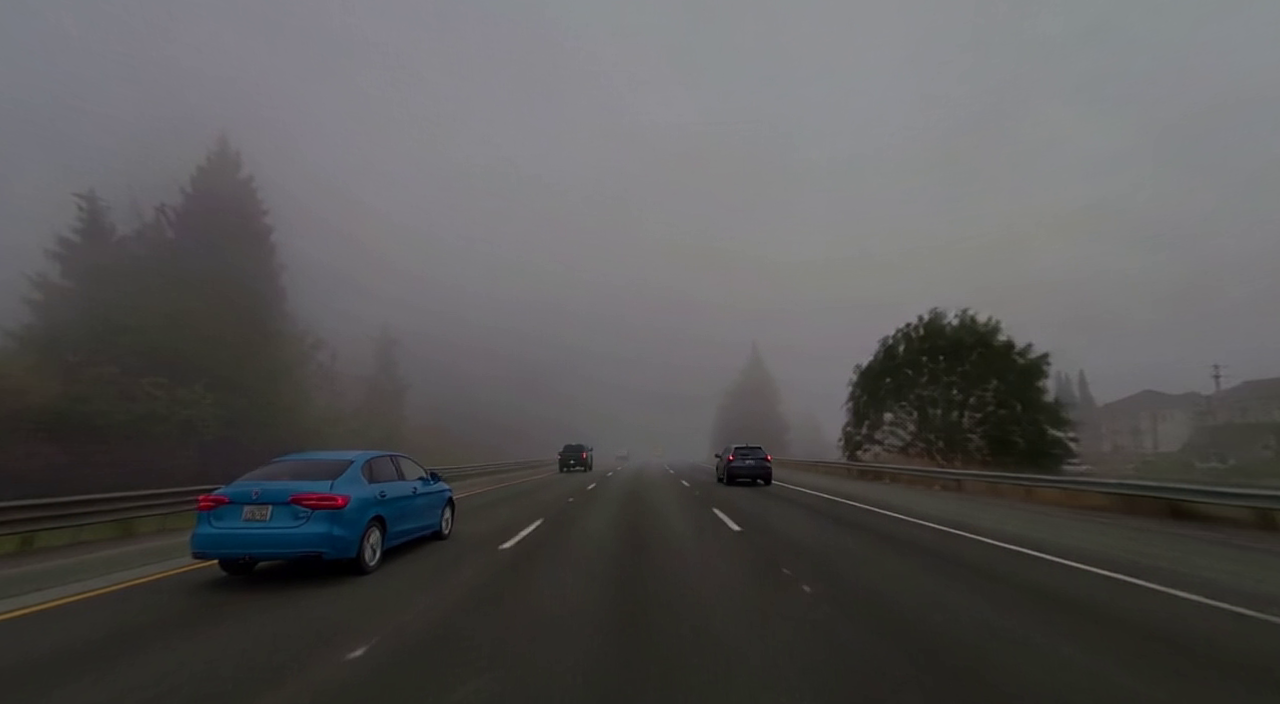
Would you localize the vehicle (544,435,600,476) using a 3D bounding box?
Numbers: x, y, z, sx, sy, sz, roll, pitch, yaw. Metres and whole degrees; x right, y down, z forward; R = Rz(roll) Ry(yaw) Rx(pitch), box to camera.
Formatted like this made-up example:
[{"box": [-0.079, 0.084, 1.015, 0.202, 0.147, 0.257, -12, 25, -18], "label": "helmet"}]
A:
[{"box": [-3.255, 5.098, 31.230, 2.122, 1.847, 4.696, 0, -8, 2], "label": "vehicle"}]

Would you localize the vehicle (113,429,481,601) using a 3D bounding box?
[{"box": [-3.573, 1.757, 7.785, 1.948, 1.475, 4.461, 0, -8, 1], "label": "vehicle"}]

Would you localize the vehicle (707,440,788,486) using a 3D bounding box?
[{"box": [3.747, 3.939, 22.781, 2.100, 1.472, 4.533, 0, -8, 0], "label": "vehicle"}]
